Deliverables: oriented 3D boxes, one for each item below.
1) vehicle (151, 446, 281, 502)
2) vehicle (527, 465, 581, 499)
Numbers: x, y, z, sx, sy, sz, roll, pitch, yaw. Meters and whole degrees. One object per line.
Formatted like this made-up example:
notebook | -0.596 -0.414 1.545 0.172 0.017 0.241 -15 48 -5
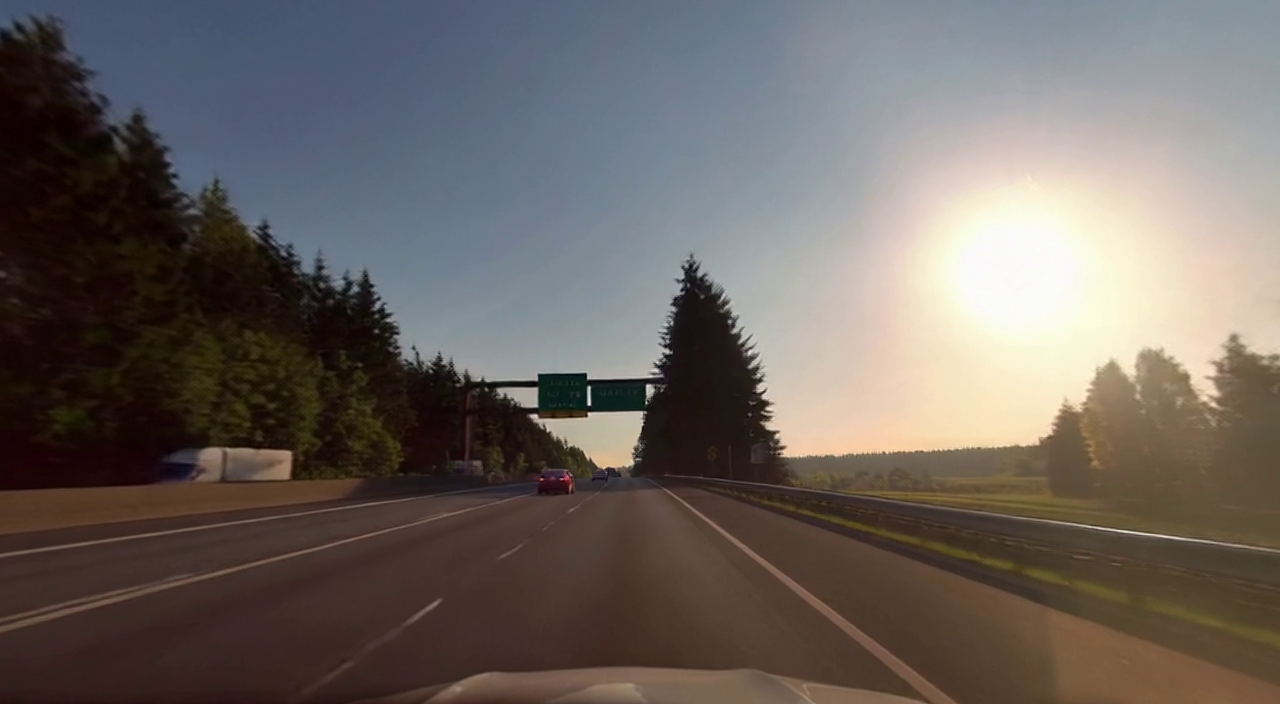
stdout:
vehicle | -24.530 7.134 37.018 2.603 2.942 6.912 1 -11 1
vehicle | -4.157 6.363 31.059 1.995 1.467 4.467 1 -11 0
